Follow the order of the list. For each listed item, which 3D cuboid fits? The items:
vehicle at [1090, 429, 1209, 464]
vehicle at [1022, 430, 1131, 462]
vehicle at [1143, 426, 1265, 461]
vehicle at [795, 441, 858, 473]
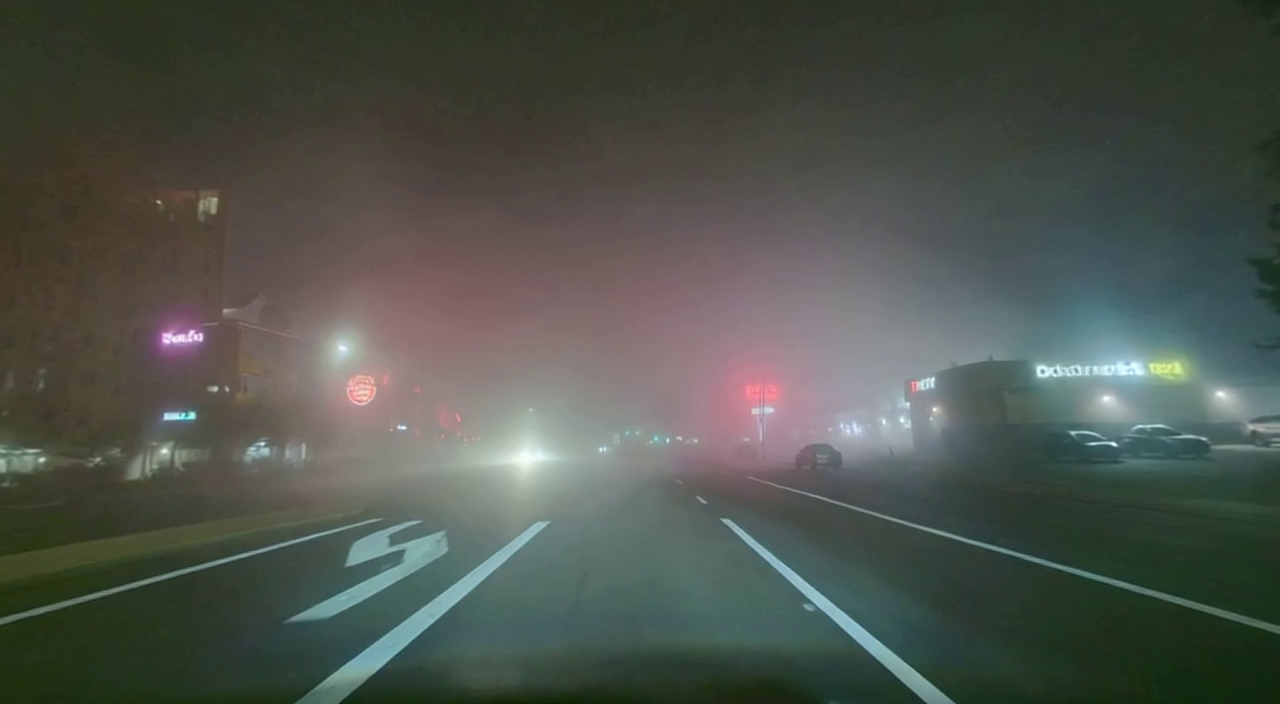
[{"bbox_3d":[23.528,4.403,29.424,1.840,1.475,4.442,0,-8,0],"label":"vehicle"},{"bbox_3d":[20.741,4.510,30.313,1.760,1.438,4.642,1,-8,-3],"label":"vehicle"},{"bbox_3d":[26.143,4.263,29.514,1.908,1.500,4.313,0,-8,4],"label":"vehicle"},{"bbox_3d":[10.602,5.986,36.305,2.078,1.688,4.557,0,-8,-1],"label":"vehicle"}]
